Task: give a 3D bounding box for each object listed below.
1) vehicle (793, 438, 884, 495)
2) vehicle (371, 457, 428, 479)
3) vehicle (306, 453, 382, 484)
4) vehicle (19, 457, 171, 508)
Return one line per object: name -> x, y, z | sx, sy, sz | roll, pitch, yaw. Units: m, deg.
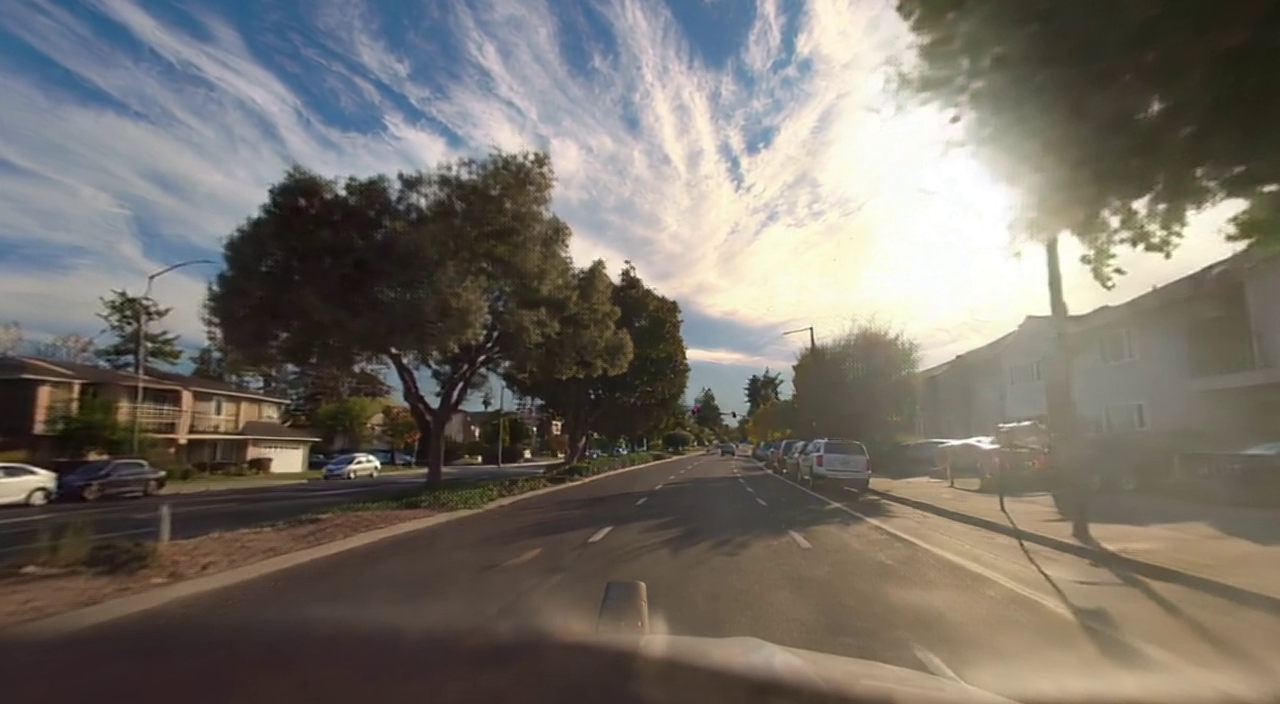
vehicle -> 6.317, 3.667, 20.535 | 2.011, 1.649, 4.001 | -1, -9, 6
vehicle -> -18.125, 8.752, 47.757 | 1.909, 1.451, 4.757 | -2, -9, 9
vehicle -> -19.338, 7.615, 41.469 | 2.060, 1.814, 5.097 | -1, -9, 7
vehicle -> -21.477, 5.107, 25.117 | 1.886, 1.777, 4.273 | -1, -9, 7
